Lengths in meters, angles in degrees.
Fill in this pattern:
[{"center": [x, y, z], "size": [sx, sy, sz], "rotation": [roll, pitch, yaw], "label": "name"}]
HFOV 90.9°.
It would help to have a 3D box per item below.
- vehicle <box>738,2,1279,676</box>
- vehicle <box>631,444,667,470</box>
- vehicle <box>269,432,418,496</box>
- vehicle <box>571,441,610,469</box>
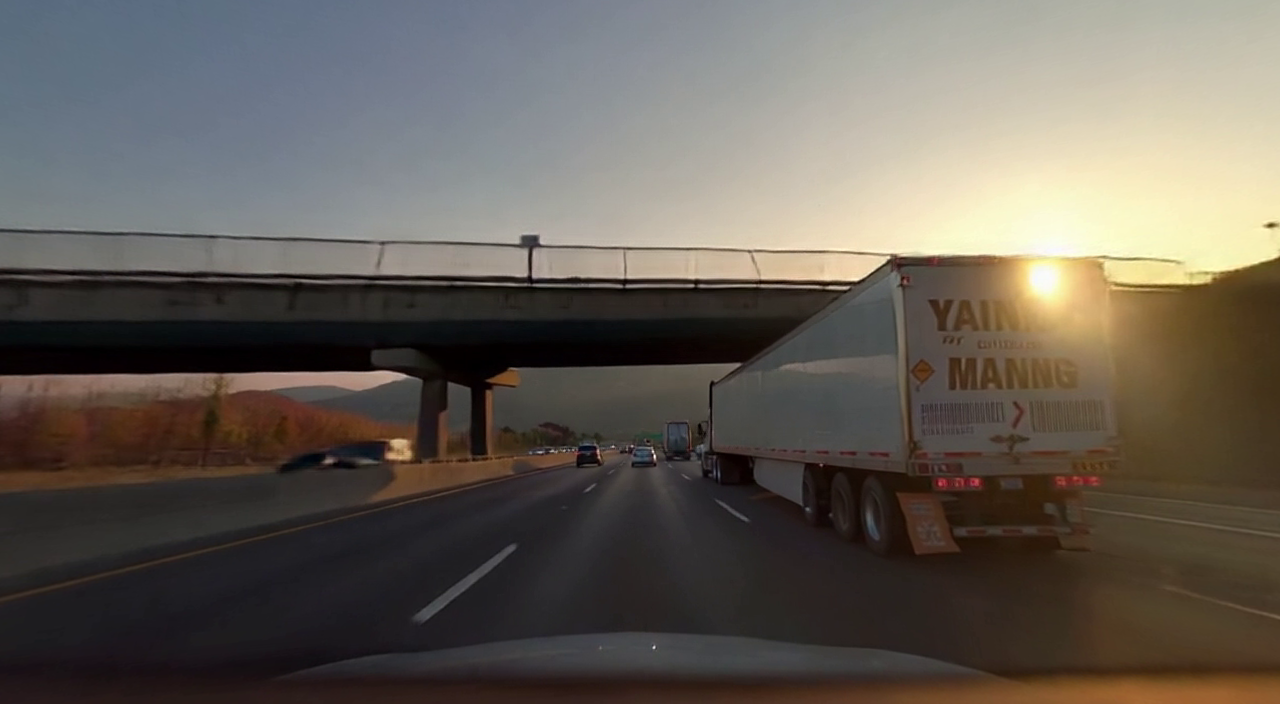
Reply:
[{"center": [3.950, 0.701, 9.973], "size": [2.821, 4.077, 12.562], "rotation": [0, -9, 0], "label": "vehicle"}, {"center": [0.496, 6.352, 38.228], "size": [2.063, 1.469, 4.208], "rotation": [0, -9, 0], "label": "vehicle"}, {"center": [-8.852, 3.398, 19.490], "size": [2.076, 1.678, 5.116], "rotation": [0, -9, 1], "label": "vehicle"}, {"center": [-3.108, 6.548, 40.262], "size": [2.058, 1.711, 4.226], "rotation": [-1, -9, 1], "label": "vehicle"}]
